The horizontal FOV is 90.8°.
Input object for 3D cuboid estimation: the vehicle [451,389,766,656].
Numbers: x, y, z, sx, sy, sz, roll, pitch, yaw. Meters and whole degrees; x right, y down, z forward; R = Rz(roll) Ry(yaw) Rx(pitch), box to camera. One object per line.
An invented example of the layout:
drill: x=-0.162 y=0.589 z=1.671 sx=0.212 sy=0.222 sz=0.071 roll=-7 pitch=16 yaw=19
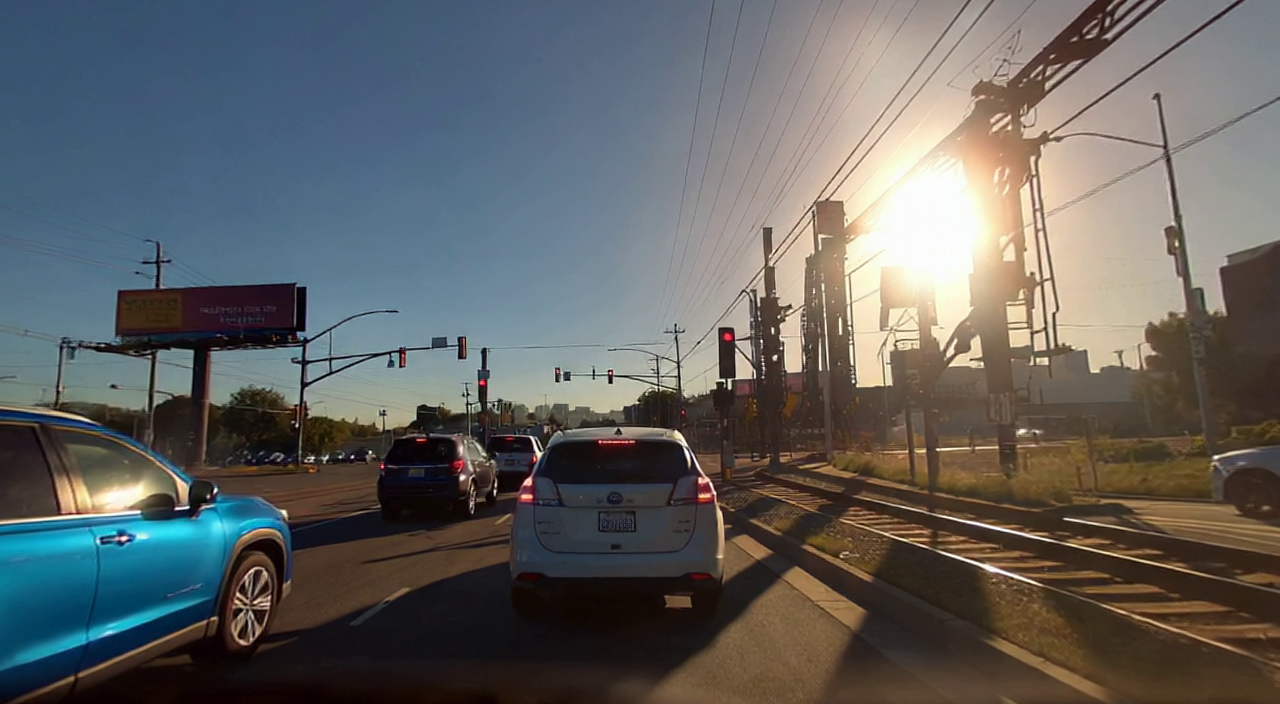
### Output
vehicle: x=-0.208 y=1.379 z=5.997 sx=2.025 sy=1.723 sz=3.644 roll=0 pitch=-9 yaw=0

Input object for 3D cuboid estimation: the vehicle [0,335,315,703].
vehicle: x=-3.923 y=0.863 z=2.992 sx=2.052 sy=1.814 sz=5.184 roll=0 pitch=-9 yaw=-1

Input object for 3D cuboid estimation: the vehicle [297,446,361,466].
vehicle: x=-24.201 y=8.063 z=49.092 sx=4.357 sy=1.444 sz=1.842 roll=-3 pitch=-9 yaw=19

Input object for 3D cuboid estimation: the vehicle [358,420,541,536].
vehicle: x=-3.146 y=2.182 z=11.503 sx=1.988 sy=1.678 sz=4.317 roll=0 pitch=-9 yaw=0

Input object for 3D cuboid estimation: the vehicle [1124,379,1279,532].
vehicle: x=9.604 y=1.320 z=8.188 sx=5.060 sy=1.702 sz=2.033 roll=1 pitch=-9 yaw=-4
